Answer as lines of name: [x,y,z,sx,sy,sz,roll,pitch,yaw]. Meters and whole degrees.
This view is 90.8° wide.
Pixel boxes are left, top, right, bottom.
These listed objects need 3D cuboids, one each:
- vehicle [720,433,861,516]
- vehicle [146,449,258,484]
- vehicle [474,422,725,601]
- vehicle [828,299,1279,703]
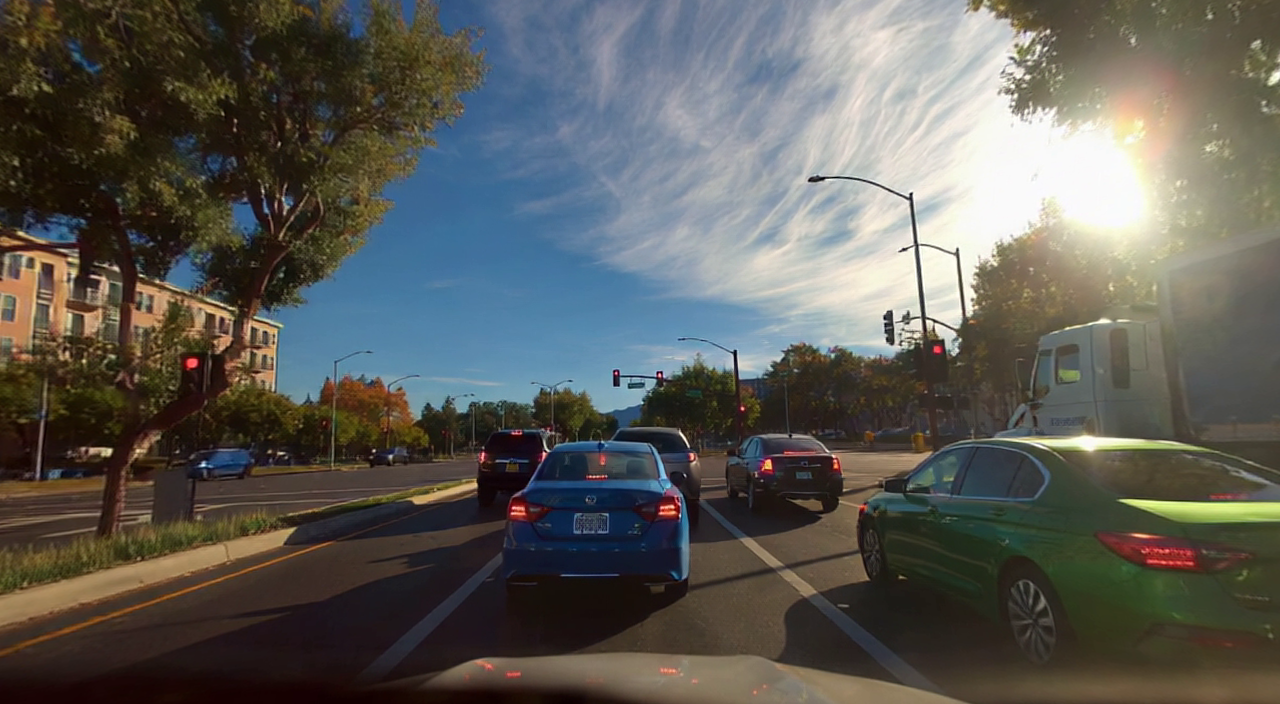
vehicle: [3.159,2.676,14.379,2.026,1.549,4.559,0,-8,-1]
vehicle: [-21.563,5.633,31.383,2.091,1.534,4.846,0,-8,0]
vehicle: [-0.365,1.656,7.416,2.143,1.520,3.848,0,-8,-1]
vehicle: [3.589,1.107,5.063,2.572,1.945,5.065,0,-8,0]
